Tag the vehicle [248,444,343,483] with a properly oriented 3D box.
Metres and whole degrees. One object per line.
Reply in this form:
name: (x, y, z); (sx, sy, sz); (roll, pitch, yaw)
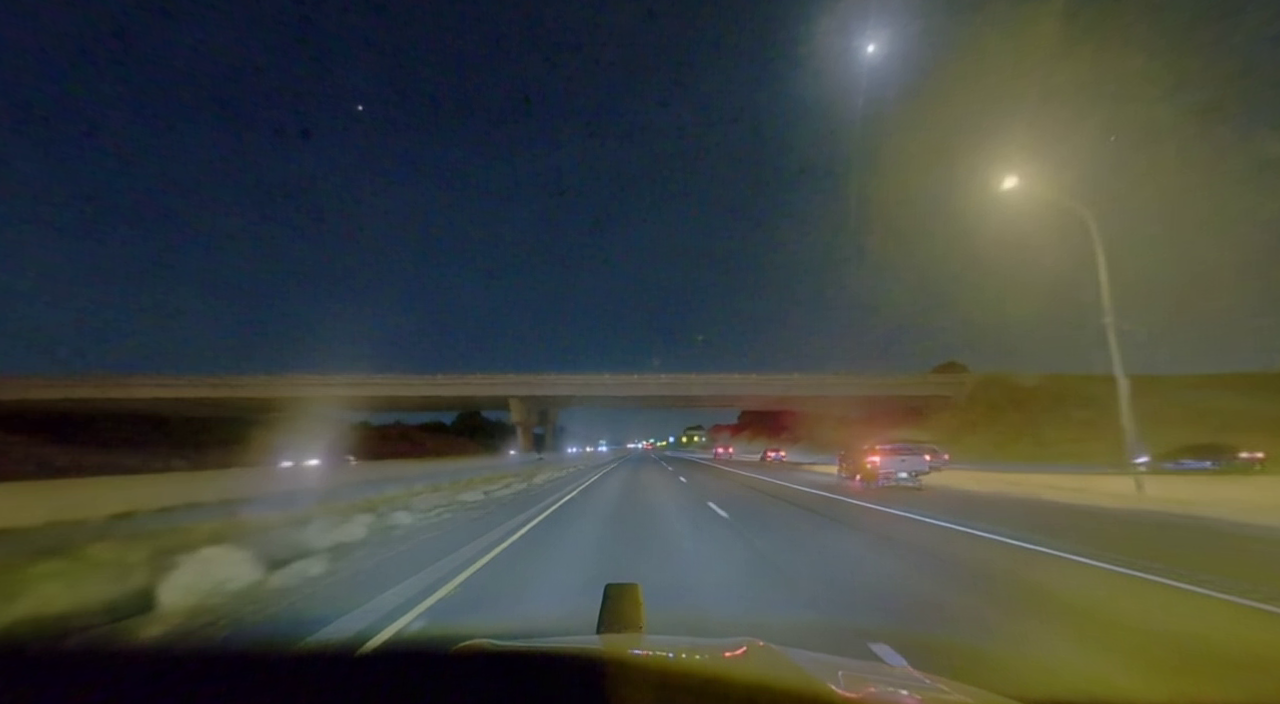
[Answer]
vehicle: (-17.148, 5.538, 31.604); (2.051, 1.756, 4.755); (0, -8, 0)
